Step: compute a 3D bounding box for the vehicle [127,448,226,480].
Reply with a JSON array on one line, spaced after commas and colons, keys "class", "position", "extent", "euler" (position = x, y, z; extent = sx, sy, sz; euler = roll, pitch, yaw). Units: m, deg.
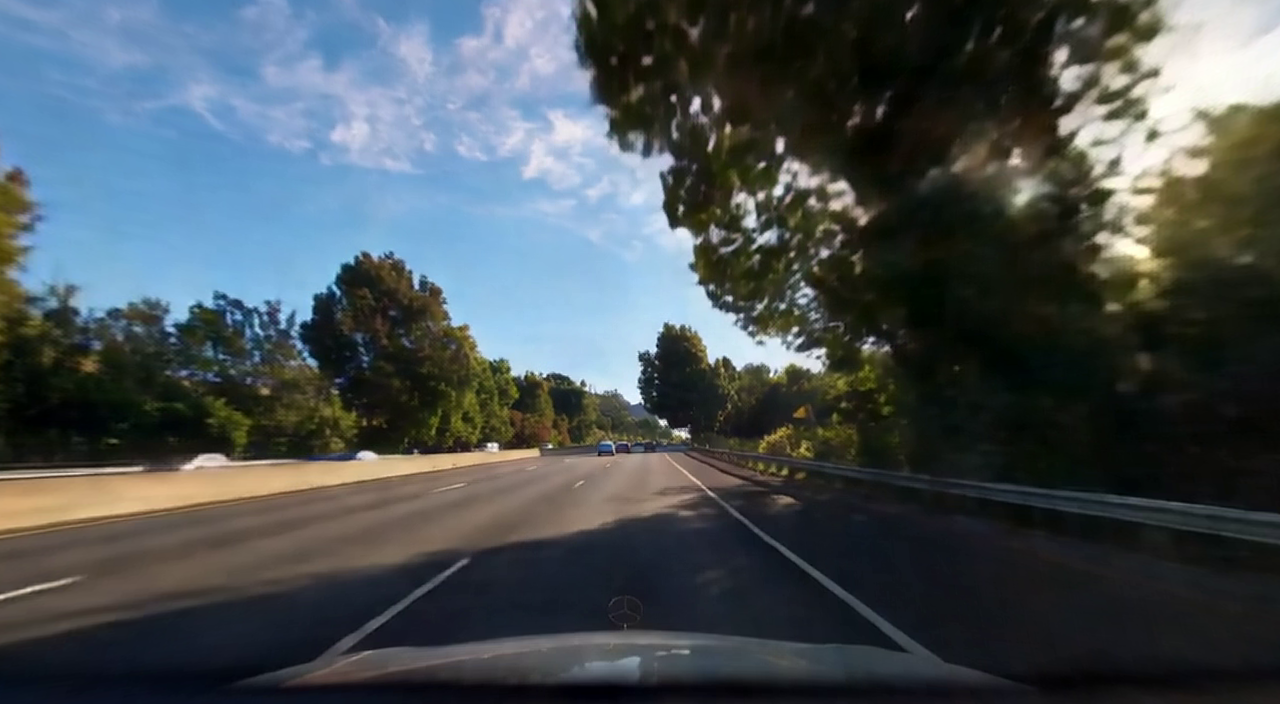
[{"class": "vehicle", "position": [-23.683, 5.700, 32.386], "extent": [1.899, 1.468, 4.131], "euler": [0, -8, 1]}]

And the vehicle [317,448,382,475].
[{"class": "vehicle", "position": [-15.967, 6.008, 34.806], "extent": [1.760, 1.376, 3.808], "euler": [0, -8, 1]}]
